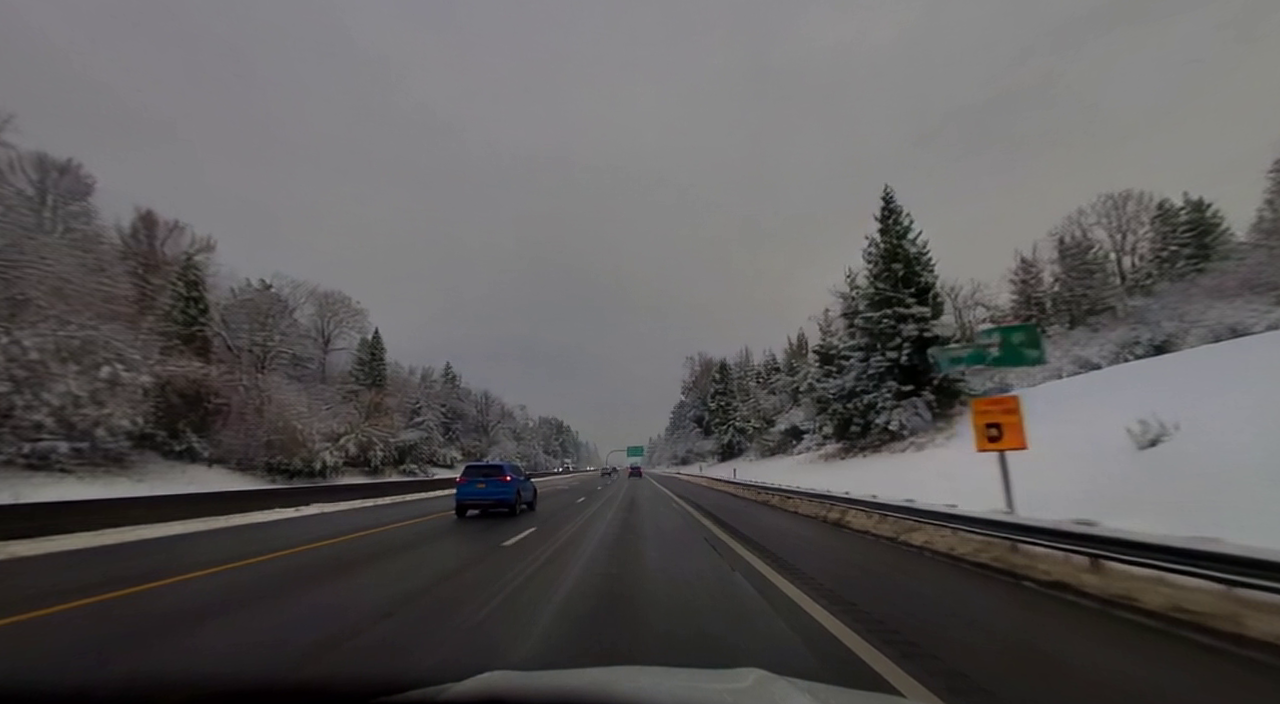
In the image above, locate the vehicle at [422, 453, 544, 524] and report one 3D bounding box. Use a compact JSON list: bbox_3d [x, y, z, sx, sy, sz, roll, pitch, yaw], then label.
[{"bbox_3d":[-3.788,3.399,16.047,2.017,1.516,4.041,1,-11,0],"label":"vehicle"}]
